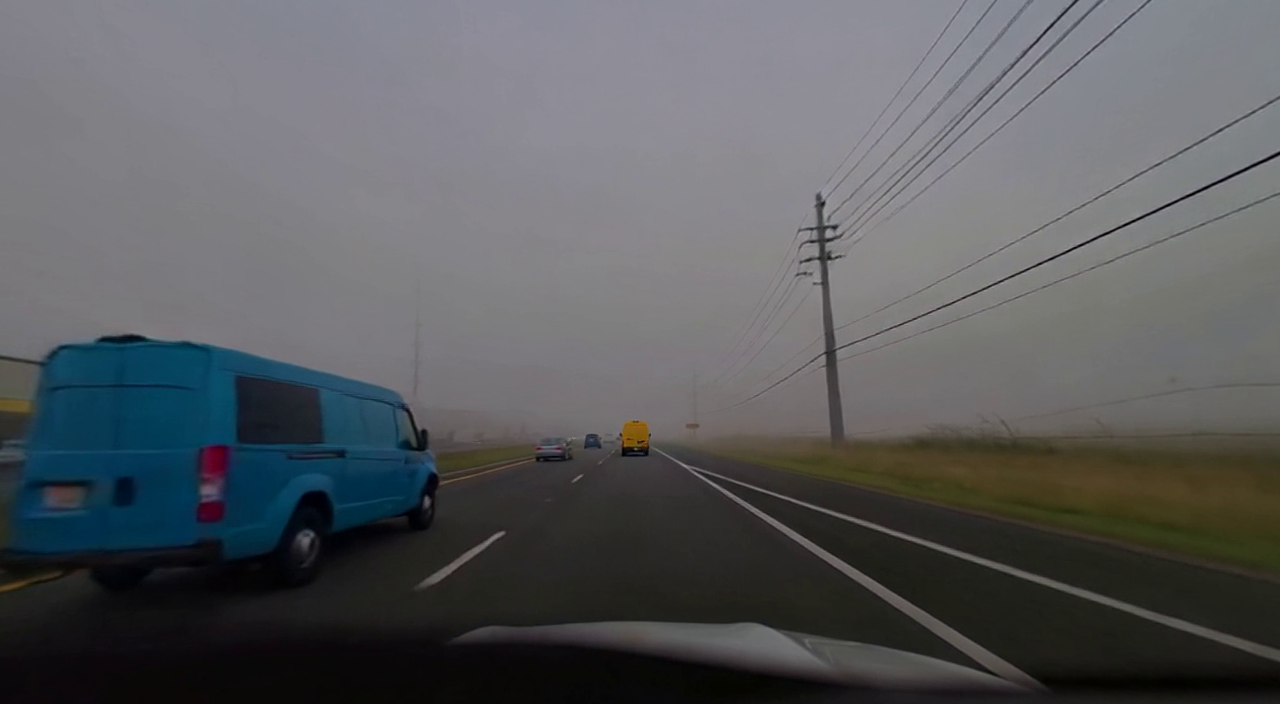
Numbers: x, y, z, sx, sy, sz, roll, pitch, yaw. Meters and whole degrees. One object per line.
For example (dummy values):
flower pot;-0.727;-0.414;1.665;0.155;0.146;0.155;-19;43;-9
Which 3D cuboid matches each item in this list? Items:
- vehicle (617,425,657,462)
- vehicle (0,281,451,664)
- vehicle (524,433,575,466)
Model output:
vehicle;-0.196;5.342;36.913;2.213;1.997;4.456;0;-8;-1
vehicle;-4.144;1.109;6.882;2.388;2.410;5.787;0;-8;-1
vehicle;-4.588;4.970;32.394;2.058;1.557;4.125;0;-8;0
